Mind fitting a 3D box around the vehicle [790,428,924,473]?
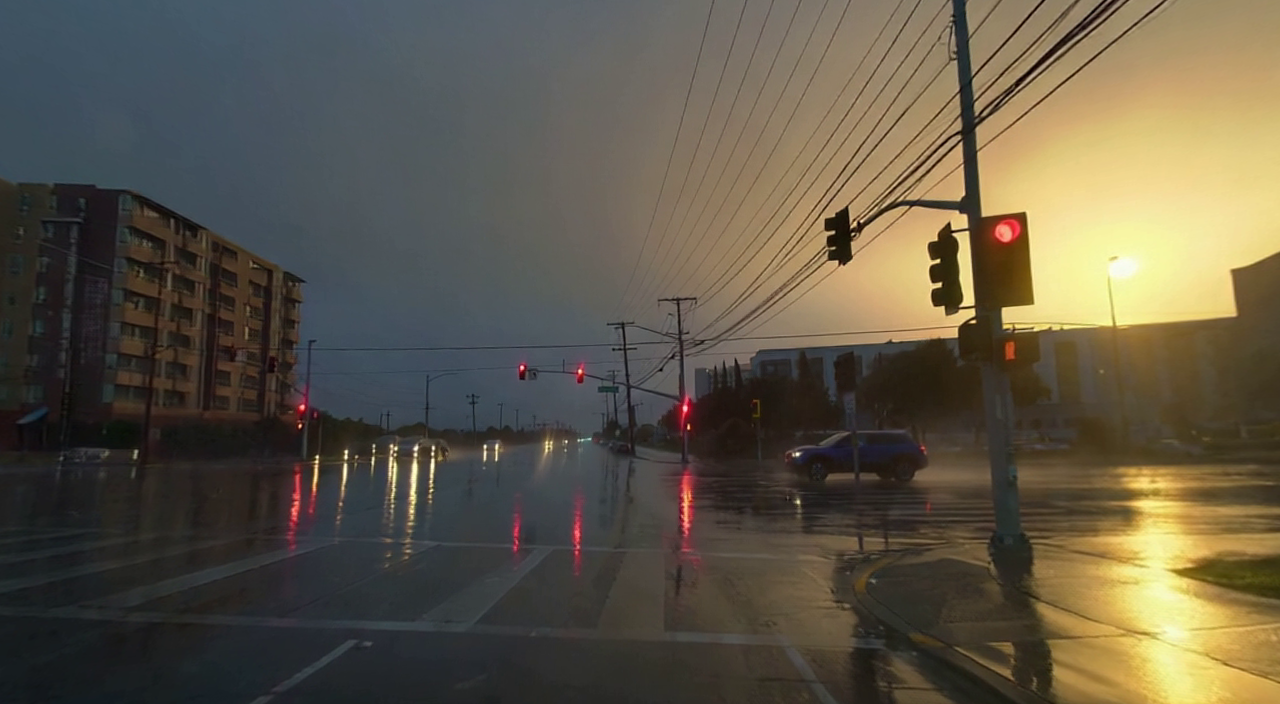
[{"bbox_3d":[8.695,4.015,25.726,4.884,1.714,2.021,-2,-9,12],"label":"vehicle"}]
